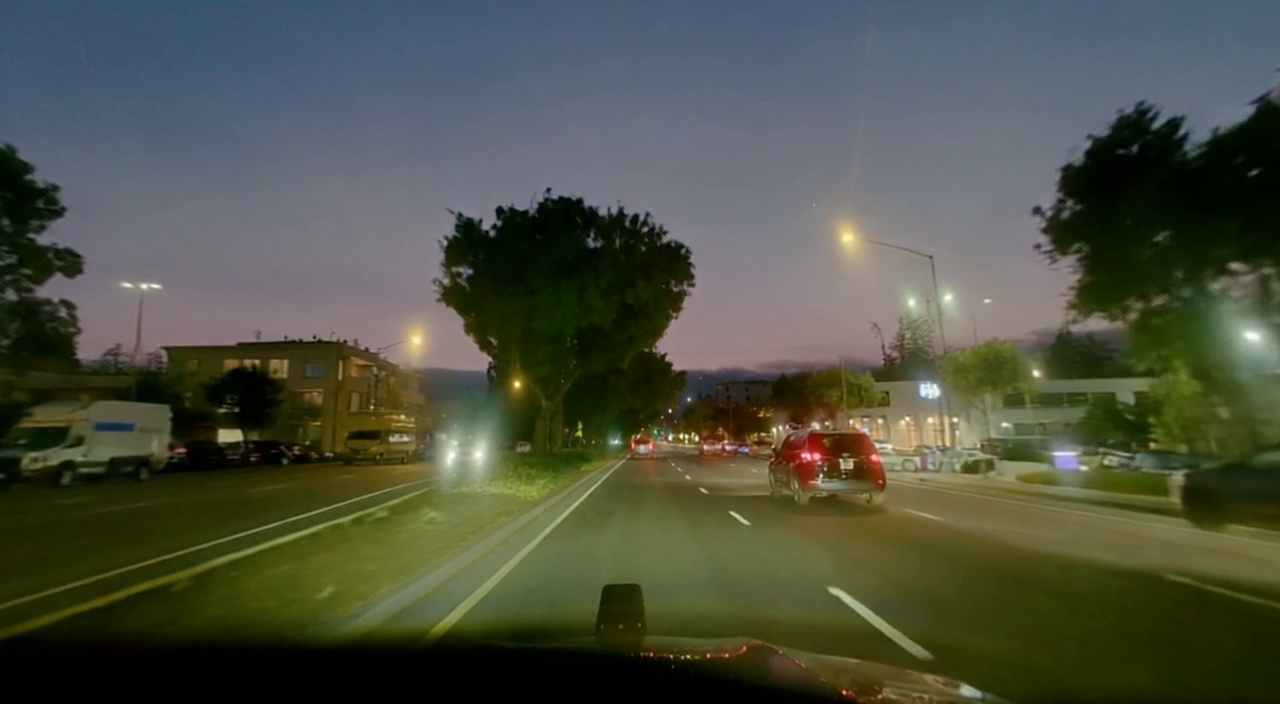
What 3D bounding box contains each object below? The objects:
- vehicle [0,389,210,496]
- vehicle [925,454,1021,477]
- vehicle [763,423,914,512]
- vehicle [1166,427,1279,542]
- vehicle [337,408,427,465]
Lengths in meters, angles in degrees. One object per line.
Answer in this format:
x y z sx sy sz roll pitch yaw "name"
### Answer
-19.163 3.256 22.717 2.811 3.326 6.083 0 -8 1 "vehicle"
20.172 6.887 38.347 4.671 1.349 1.976 0 -8 -1 "vehicle"
4.126 2.464 13.869 2.072 1.669 3.836 0 -8 0 "vehicle"
10.413 1.871 8.795 2.078 1.668 4.654 0 -8 0 "vehicle"
-18.761 6.286 46.588 3.086 3.767 8.298 0 -8 0 "vehicle"
